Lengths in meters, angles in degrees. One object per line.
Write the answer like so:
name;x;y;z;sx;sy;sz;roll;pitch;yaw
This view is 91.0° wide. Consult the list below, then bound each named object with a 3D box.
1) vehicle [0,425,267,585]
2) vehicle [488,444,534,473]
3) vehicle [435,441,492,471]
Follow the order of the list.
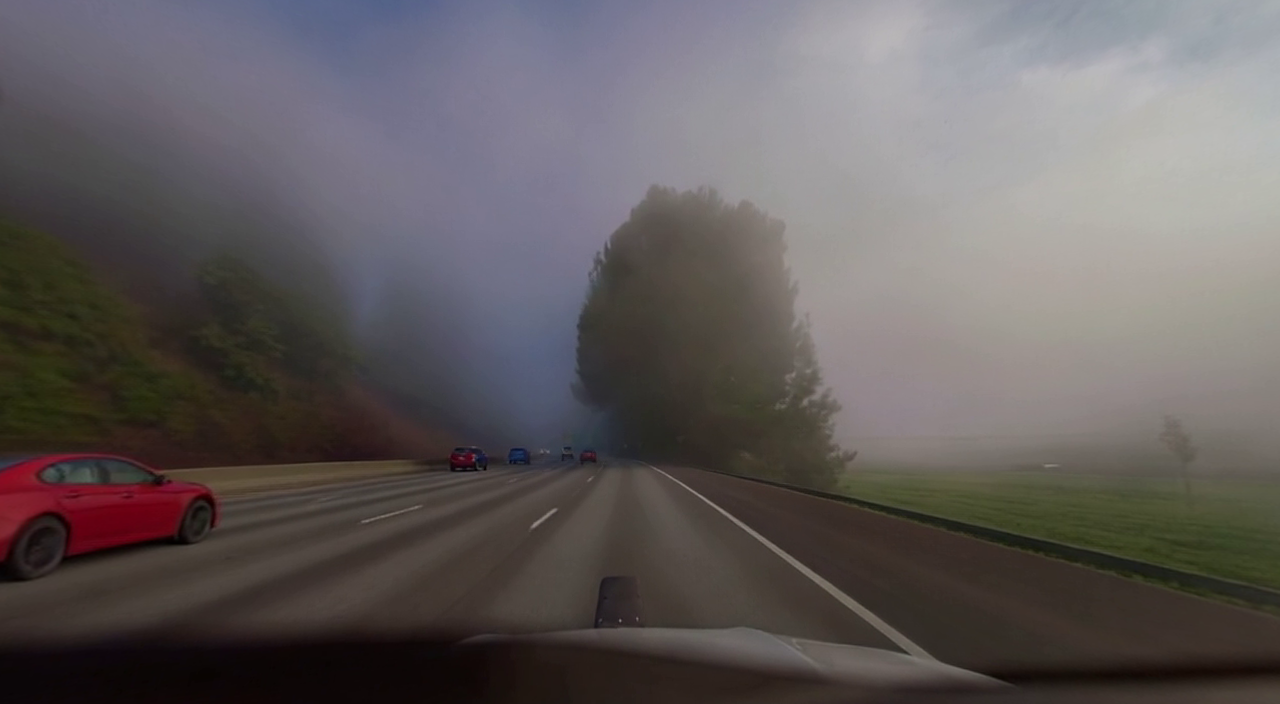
vehicle;-7.525;1.863;8.425;2.133;1.586;4.869;0;-9;-1
vehicle;-7.916;6.604;39.082;2.060;1.680;4.255;0;-9;-2
vehicle;-12.154;7.206;43.795;2.425;1.926;5.584;0;-9;-1
